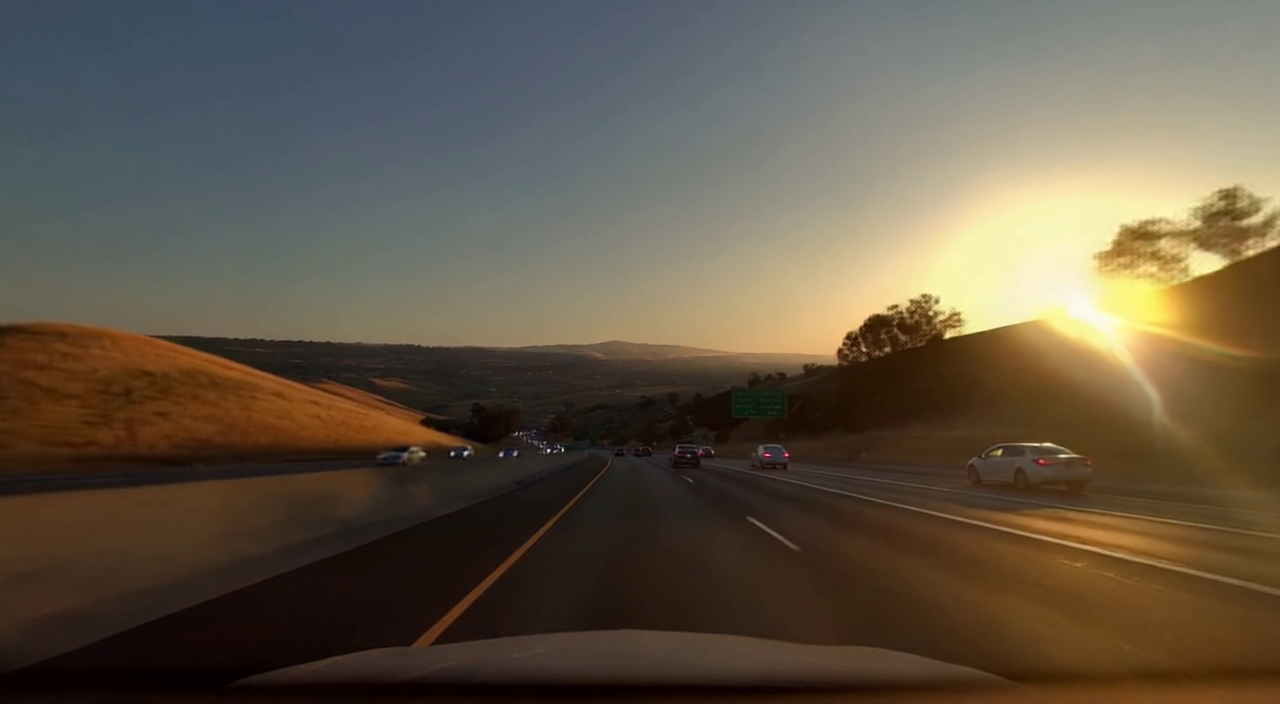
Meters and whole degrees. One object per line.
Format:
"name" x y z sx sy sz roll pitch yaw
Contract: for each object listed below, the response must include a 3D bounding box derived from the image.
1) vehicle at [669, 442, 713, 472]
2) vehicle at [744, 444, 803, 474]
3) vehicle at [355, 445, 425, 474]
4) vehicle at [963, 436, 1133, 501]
"vehicle" 2.829 5.934 35.945 1.977 1.601 4.598 0 -9 -2
"vehicle" 6.820 5.507 32.737 1.952 1.442 4.259 0 -9 -2
"vehicle" -14.509 6.223 37.009 2.113 1.491 5.013 0 -8 -1
"vehicle" 10.957 3.128 17.382 1.844 1.560 4.085 0 -9 -1
